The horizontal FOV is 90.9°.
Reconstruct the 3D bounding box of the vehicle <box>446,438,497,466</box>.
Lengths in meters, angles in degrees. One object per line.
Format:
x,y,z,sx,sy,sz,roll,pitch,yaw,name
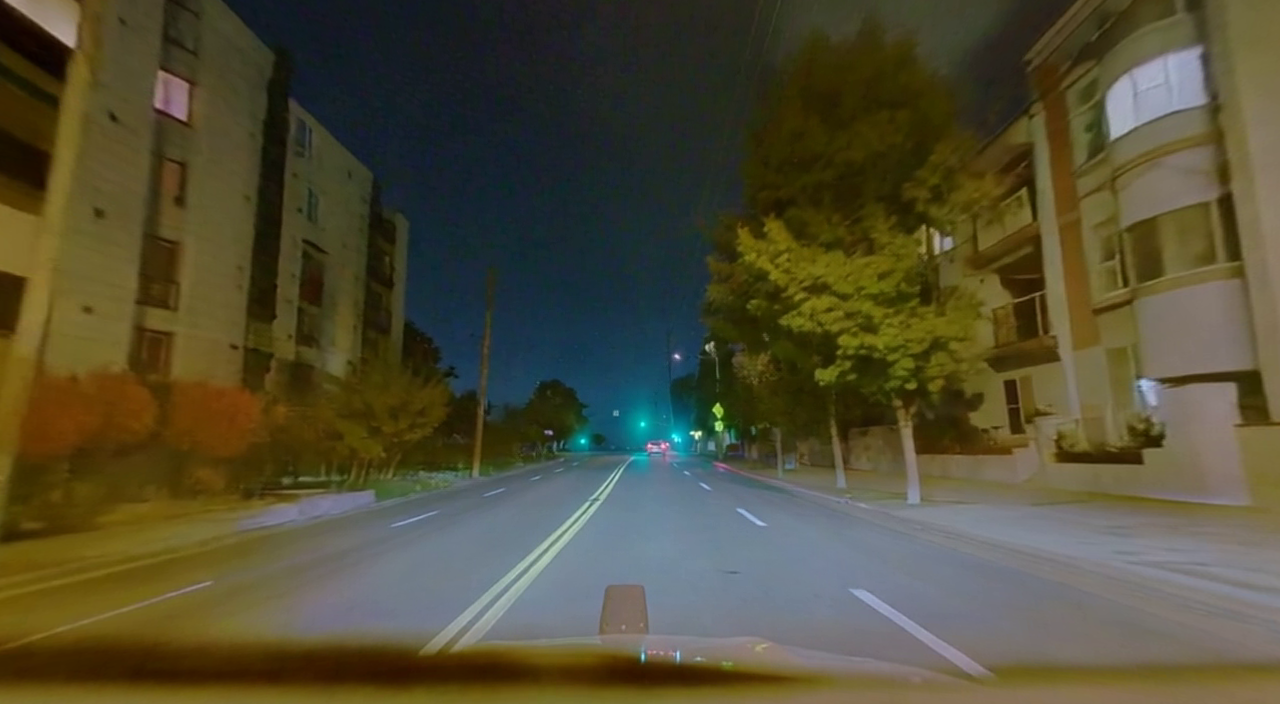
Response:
-12.378,7.403,46.677,2.331,1.956,4.762,0,-9,1,vehicle

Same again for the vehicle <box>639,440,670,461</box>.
1.002,7.041,45.121,2.097,1.463,4.043,0,-9,-1,vehicle

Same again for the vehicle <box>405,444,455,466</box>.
-15.425,7.583,46.587,2.049,1.563,4.950,0,-9,-1,vehicle

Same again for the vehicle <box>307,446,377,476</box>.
-15.631,5.728,33.255,1.692,1.477,3.902,0,-9,1,vehicle

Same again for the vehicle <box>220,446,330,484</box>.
-15.747,4.864,27.552,2.113,1.501,4.659,0,-9,-1,vehicle
